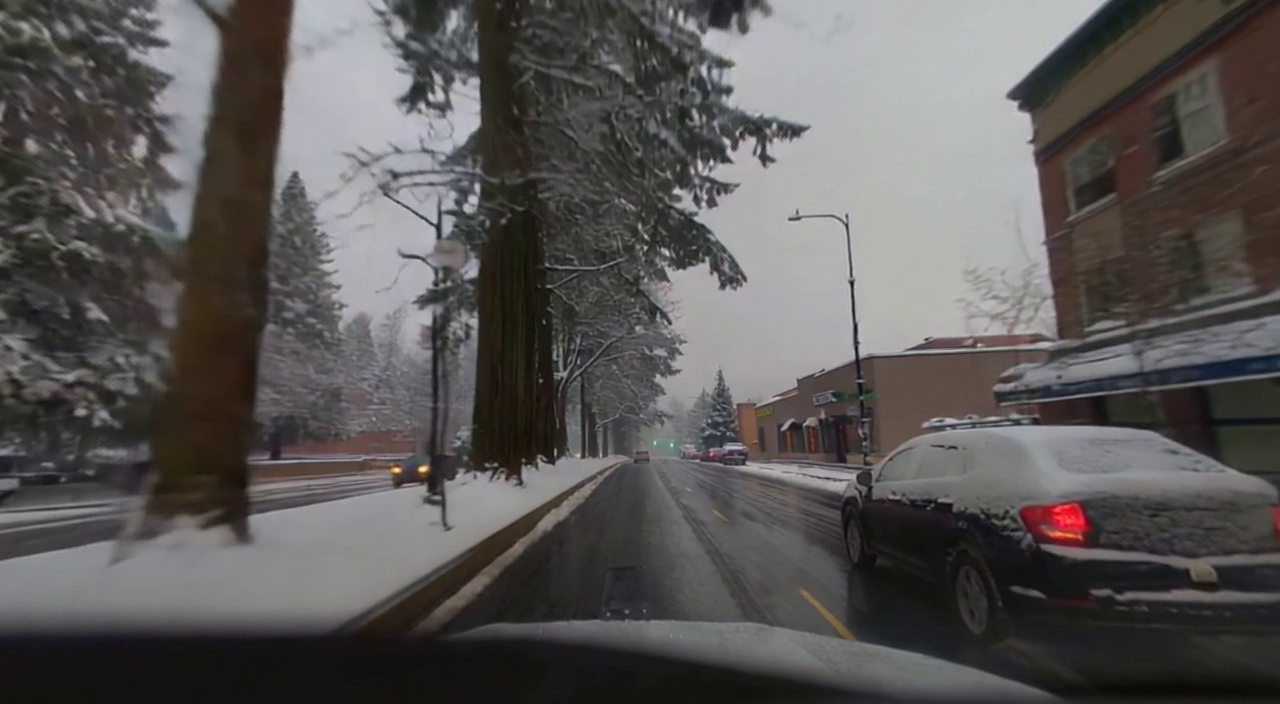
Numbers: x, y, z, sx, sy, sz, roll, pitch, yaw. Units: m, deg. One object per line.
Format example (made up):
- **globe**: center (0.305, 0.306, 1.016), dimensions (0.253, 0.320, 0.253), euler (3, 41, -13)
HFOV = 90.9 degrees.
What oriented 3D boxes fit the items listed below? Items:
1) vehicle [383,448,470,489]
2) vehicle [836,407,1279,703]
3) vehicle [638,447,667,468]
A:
- **vehicle**: center (-8.383, 4.578, 25.182), dimensions (1.922, 1.464, 4.201), euler (0, -9, 1)
- **vehicle**: center (3.124, 1.286, 4.703), dimensions (1.989, 1.498, 4.050), euler (0, -8, 0)
- **vehicle**: center (0.830, 7.395, 44.258), dimensions (1.945, 1.343, 3.827), euler (0, -8, 0)
